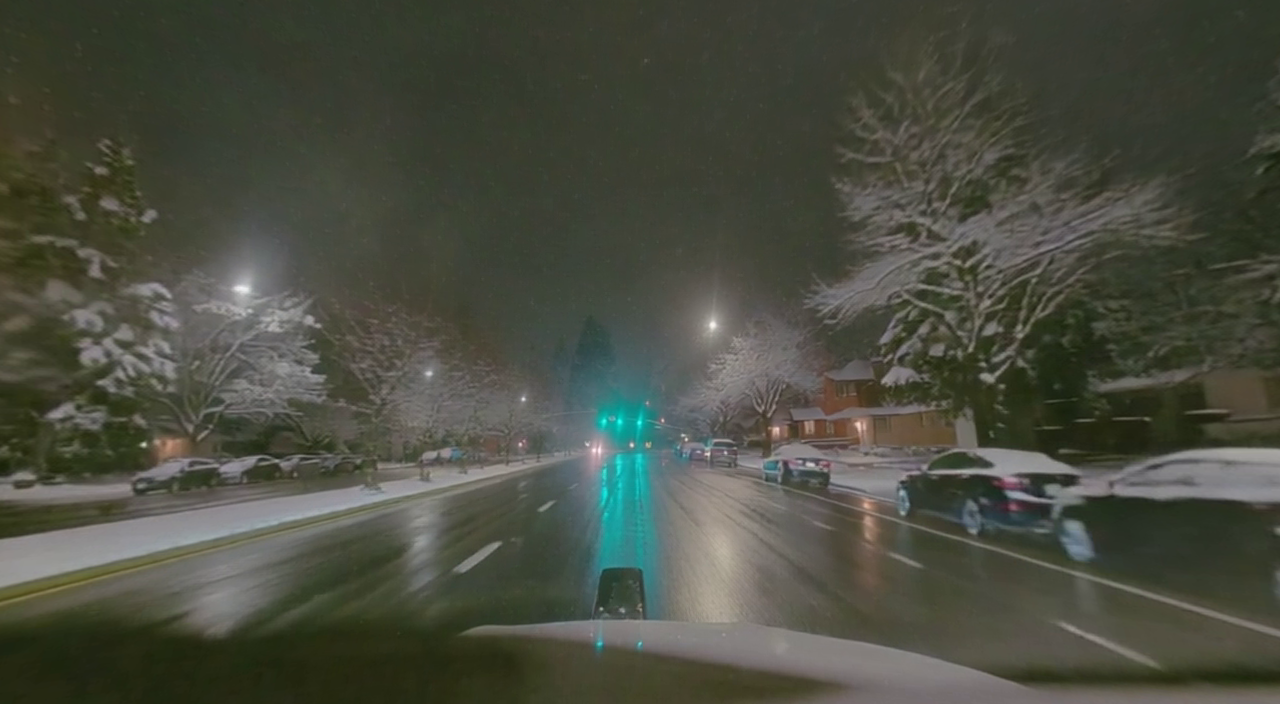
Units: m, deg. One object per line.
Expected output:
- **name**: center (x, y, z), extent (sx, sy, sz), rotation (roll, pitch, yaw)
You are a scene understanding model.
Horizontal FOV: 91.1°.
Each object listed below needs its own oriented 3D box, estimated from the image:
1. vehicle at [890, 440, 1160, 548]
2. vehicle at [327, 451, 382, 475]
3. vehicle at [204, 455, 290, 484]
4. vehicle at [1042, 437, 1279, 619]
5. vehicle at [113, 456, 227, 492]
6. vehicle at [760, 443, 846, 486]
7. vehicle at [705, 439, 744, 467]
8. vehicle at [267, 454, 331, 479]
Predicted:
- **vehicle**: center (6.367, 2.358, 11.173), extent (1.872, 1.493, 4.470), rotation (0, -9, -1)
- **vehicle**: center (-22.038, 8.557, 48.670), extent (1.911, 1.473, 4.610), rotation (-2, -6, 3)
- **vehicle**: center (-22.200, 6.620, 35.723), extent (1.810, 1.490, 4.783), rotation (0, -9, 0)
- **vehicle**: center (6.257, 1.540, 5.744), extent (1.922, 1.494, 4.772), rotation (0, -9, -1)
- **vehicle**: center (-22.202, 5.750, 29.925), extent (1.902, 1.478, 4.755), rotation (0, -9, -3)
- **vehicle**: center (6.143, 4.296, 24.238), extent (1.945, 1.481, 4.421), rotation (0, -9, -3)
- **vehicle**: center (5.900, 7.102, 44.219), extent (2.004, 1.816, 4.585), rotation (0, -9, -1)
- **vehicle**: center (-22.237, 7.441, 41.127), extent (1.785, 1.461, 4.377), rotation (0, -9, 0)
